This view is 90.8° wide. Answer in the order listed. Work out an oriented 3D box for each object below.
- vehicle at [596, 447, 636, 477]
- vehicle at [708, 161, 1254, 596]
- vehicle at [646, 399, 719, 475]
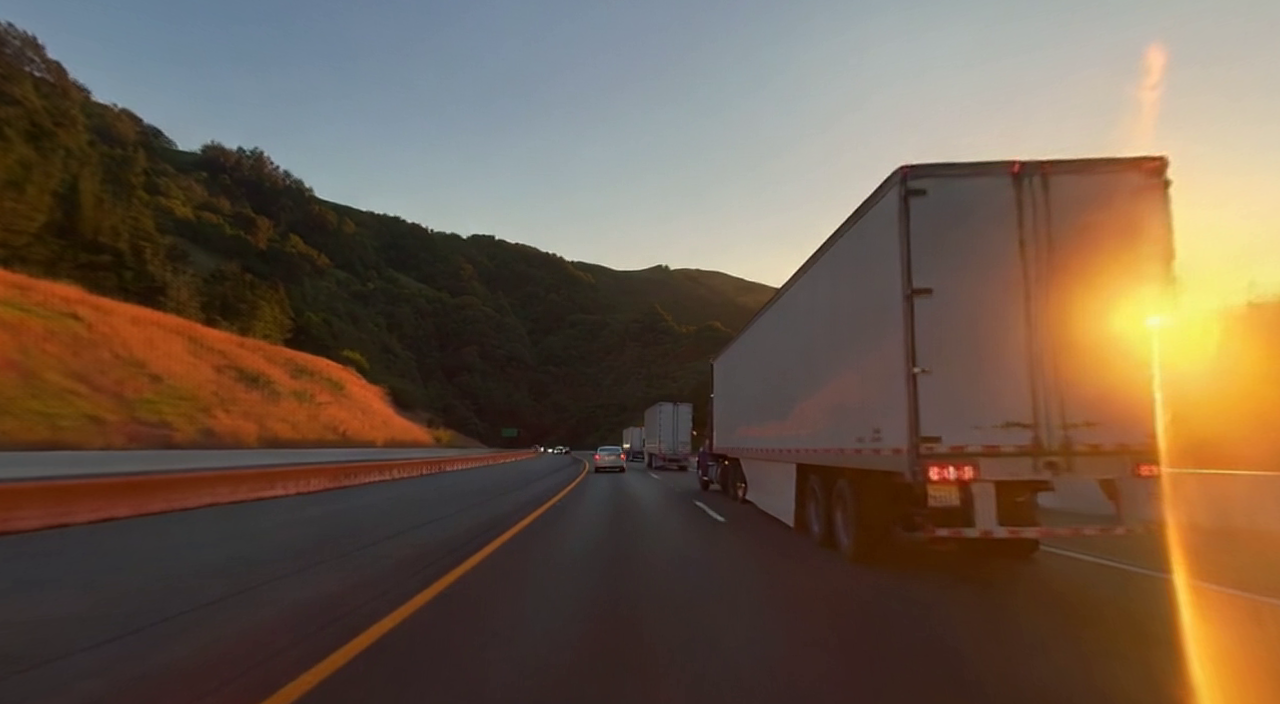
[{"bbox_3d":[-1.292,5.803,33.442,2.029,1.437,3.794,0,-9,-3],"label":"vehicle"},{"bbox_3d":[3.875,1.277,13.160,2.911,4.099,14.578,0,-9,-2],"label":"vehicle"},{"bbox_3d":[2.329,5.628,40.791,2.826,4.050,13.845,1,-9,-4],"label":"vehicle"}]
